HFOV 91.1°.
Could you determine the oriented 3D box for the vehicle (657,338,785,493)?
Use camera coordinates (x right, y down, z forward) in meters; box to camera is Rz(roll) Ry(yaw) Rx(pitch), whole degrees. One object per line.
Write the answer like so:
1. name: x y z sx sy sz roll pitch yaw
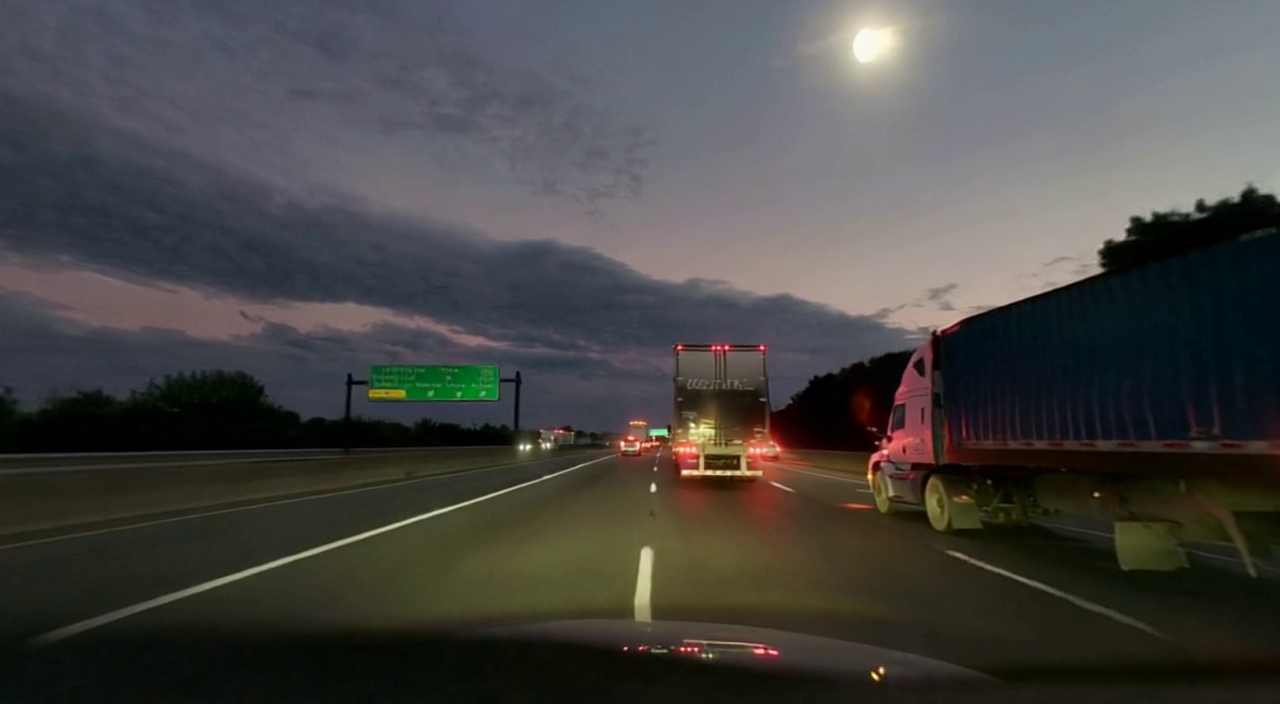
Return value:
1. vehicle: 2.131 2.227 20.709 2.920 3.860 10.035 0 -8 0
